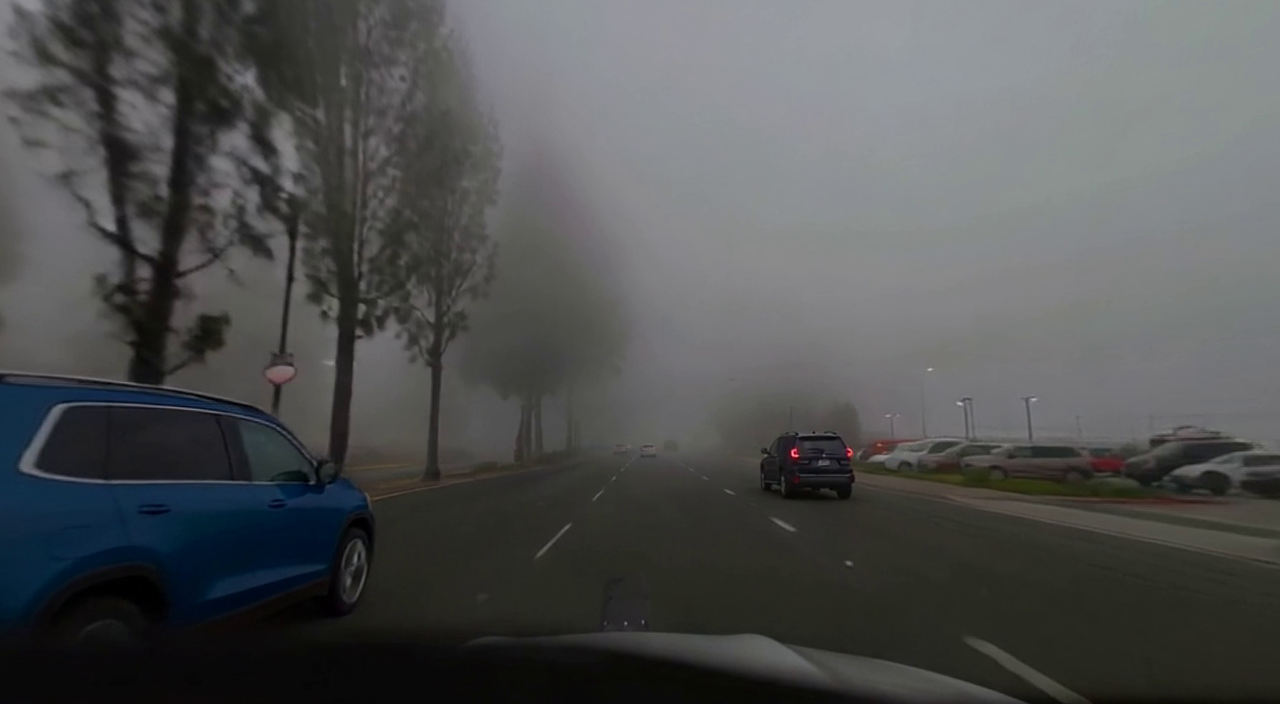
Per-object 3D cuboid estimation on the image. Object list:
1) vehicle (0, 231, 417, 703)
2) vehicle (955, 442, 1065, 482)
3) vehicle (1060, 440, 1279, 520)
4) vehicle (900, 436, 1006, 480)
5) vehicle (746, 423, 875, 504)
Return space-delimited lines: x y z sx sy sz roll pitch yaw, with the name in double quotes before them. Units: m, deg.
"vehicle" -3.166 0.772 3.293 2.210 1.925 4.838 0 -8 0
"vehicle" 15.066 4.481 25.900 1.780 1.499 3.786 1 -9 -10
"vehicle" 11.529 2.606 13.091 4.217 1.522 1.755 -1 -9 4
"vehicle" 12.493 4.239 25.507 1.781 1.615 4.095 1 -9 -7
"vehicle" 4.159 2.805 16.218 2.024 1.773 4.431 0 -8 -1
